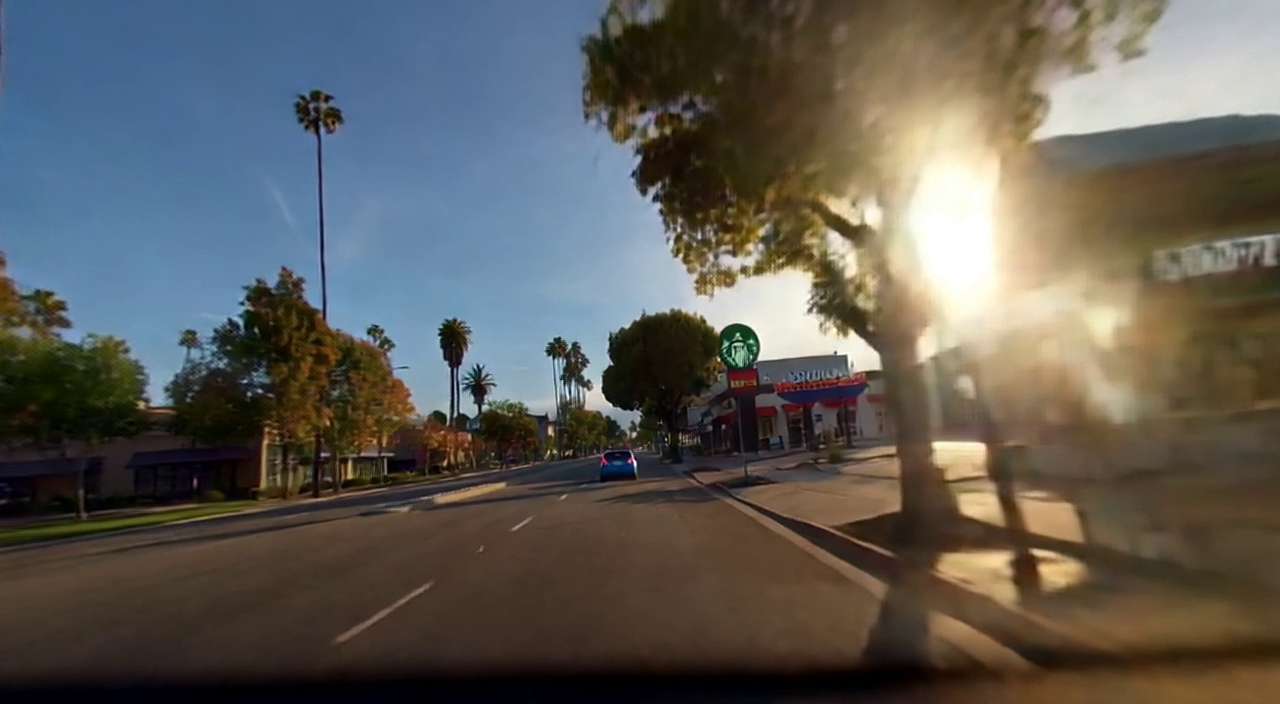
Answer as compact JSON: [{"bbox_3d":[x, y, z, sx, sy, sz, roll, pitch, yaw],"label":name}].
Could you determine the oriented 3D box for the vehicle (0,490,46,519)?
[{"bbox_3d":[-43.491,10.631,44.158,2.106,1.639,4.127,6,-10,-34],"label":"vehicle"}]

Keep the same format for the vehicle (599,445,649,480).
[{"bbox_3d":[-0.691,5.107,29.503,2.156,1.462,4.495,0,-8,0],"label":"vehicle"}]
